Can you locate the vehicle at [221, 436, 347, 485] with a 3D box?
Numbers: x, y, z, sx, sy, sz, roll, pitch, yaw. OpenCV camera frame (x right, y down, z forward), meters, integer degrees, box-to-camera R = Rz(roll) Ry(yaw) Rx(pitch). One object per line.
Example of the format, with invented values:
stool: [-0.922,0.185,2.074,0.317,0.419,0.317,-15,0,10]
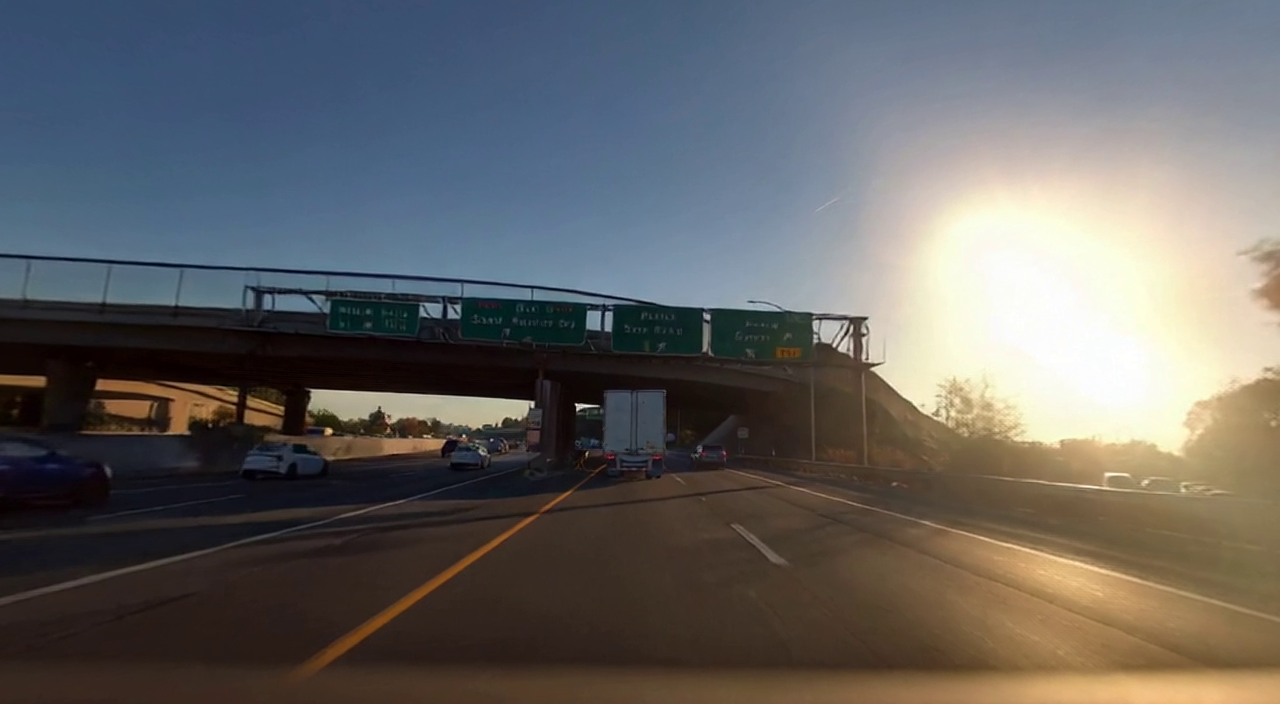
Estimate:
vehicle: [-12.146,3.727,21.890,1.906,1.510,4.303,0,-8,-1]

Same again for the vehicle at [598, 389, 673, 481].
vehicle: [-0.257,4.060,30.204,2.916,3.584,10.841,0,-9,-1]

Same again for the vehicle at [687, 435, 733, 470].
vehicle: [4.171,6.107,38.521,2.174,1.968,5.016,0,-9,-1]

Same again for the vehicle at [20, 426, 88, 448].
vehicle: [-42.884,6.282,46.252,1.633,1.418,3.850,1,-10,-7]

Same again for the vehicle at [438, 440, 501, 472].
vehicle: [-8.764,5.388,32.817,2.057,1.506,4.829,0,-9,-2]
